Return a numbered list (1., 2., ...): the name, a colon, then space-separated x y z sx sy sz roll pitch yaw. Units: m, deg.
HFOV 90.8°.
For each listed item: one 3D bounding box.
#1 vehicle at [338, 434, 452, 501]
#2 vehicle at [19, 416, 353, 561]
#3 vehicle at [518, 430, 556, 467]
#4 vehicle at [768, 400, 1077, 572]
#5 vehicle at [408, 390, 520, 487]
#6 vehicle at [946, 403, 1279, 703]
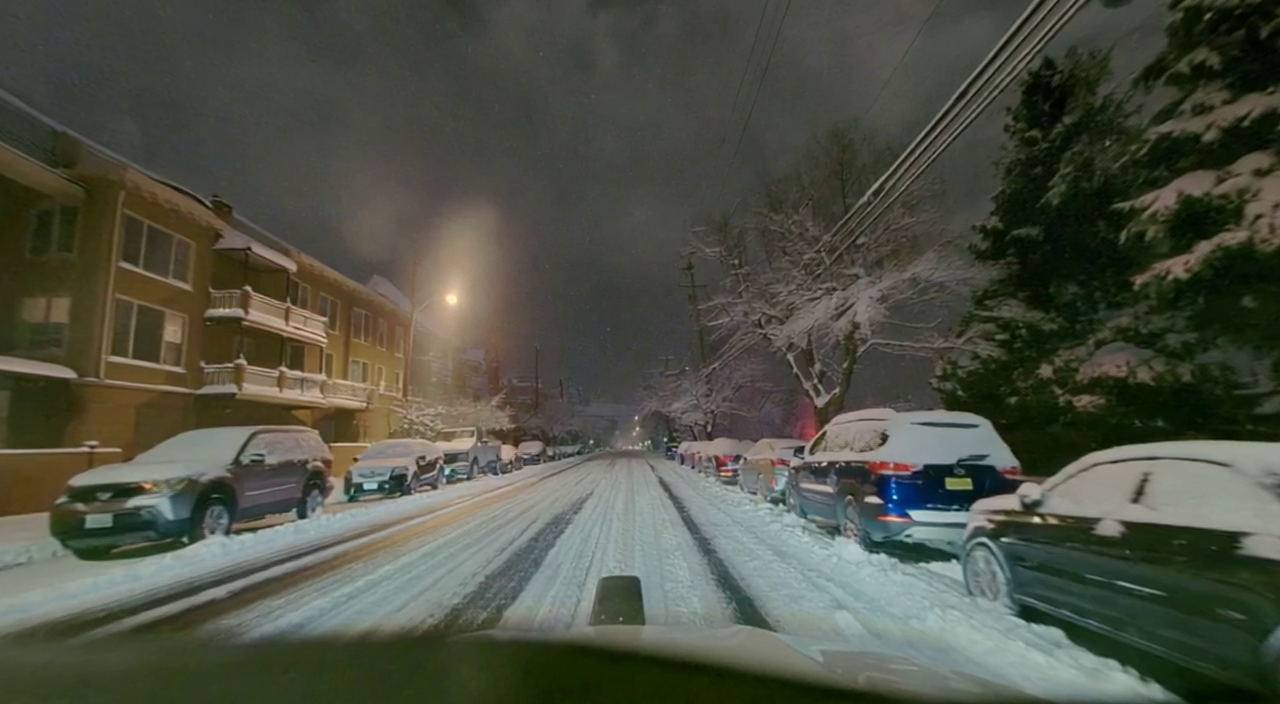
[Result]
1. vehicle: -7.747 3.699 20.494 1.955 1.804 4.523 -3 -9 -1
2. vehicle: -7.592 2.283 11.566 2.209 2.003 5.270 0 -8 -1
3. vehicle: -7.213 6.818 44.516 1.889 2.463 4.142 0 -9 1
4. vehicle: 3.651 1.842 9.476 2.185 1.888 4.724 0 -9 -4
5. vehicle: -7.542 3.866 28.013 2.901 3.610 6.707 -3 -9 1
6. vehicle: 3.799 1.067 3.127 2.051 1.550 4.938 0 -9 0
